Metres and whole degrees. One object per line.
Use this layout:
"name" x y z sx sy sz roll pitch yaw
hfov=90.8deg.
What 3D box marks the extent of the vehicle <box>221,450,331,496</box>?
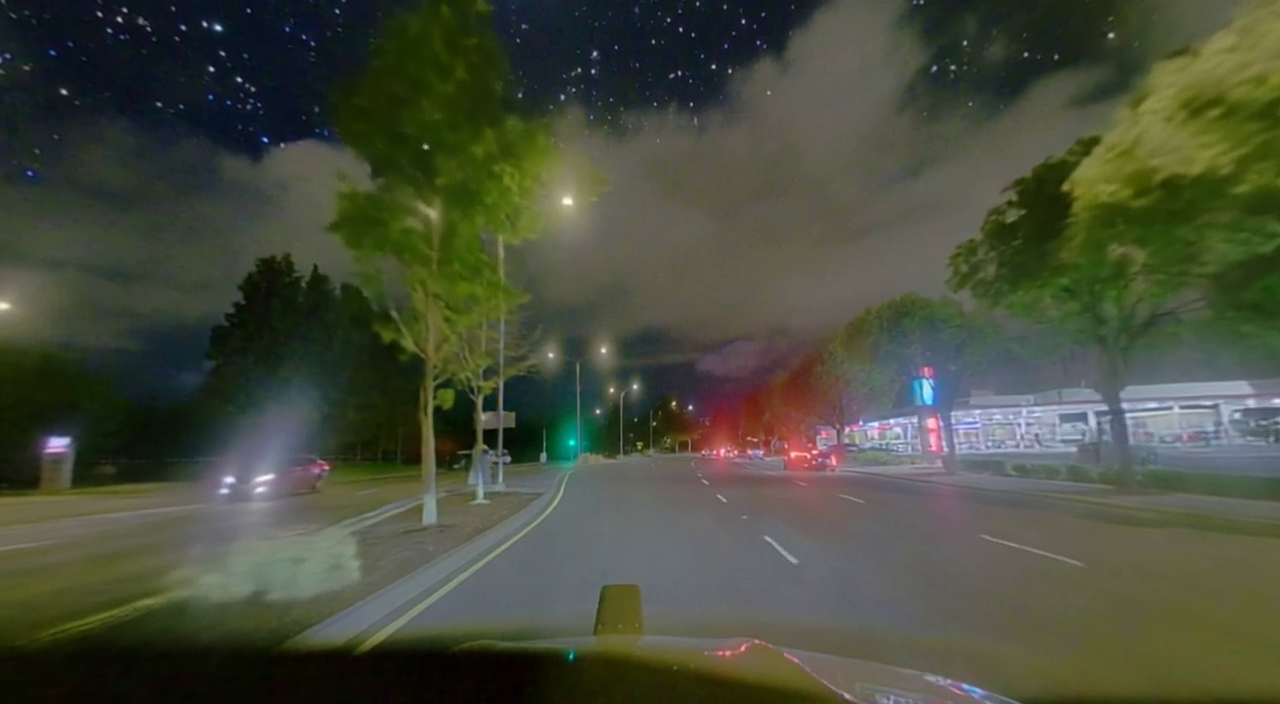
"vehicle" -16.580 5.493 29.130 2.191 1.879 4.675 0 -9 2
